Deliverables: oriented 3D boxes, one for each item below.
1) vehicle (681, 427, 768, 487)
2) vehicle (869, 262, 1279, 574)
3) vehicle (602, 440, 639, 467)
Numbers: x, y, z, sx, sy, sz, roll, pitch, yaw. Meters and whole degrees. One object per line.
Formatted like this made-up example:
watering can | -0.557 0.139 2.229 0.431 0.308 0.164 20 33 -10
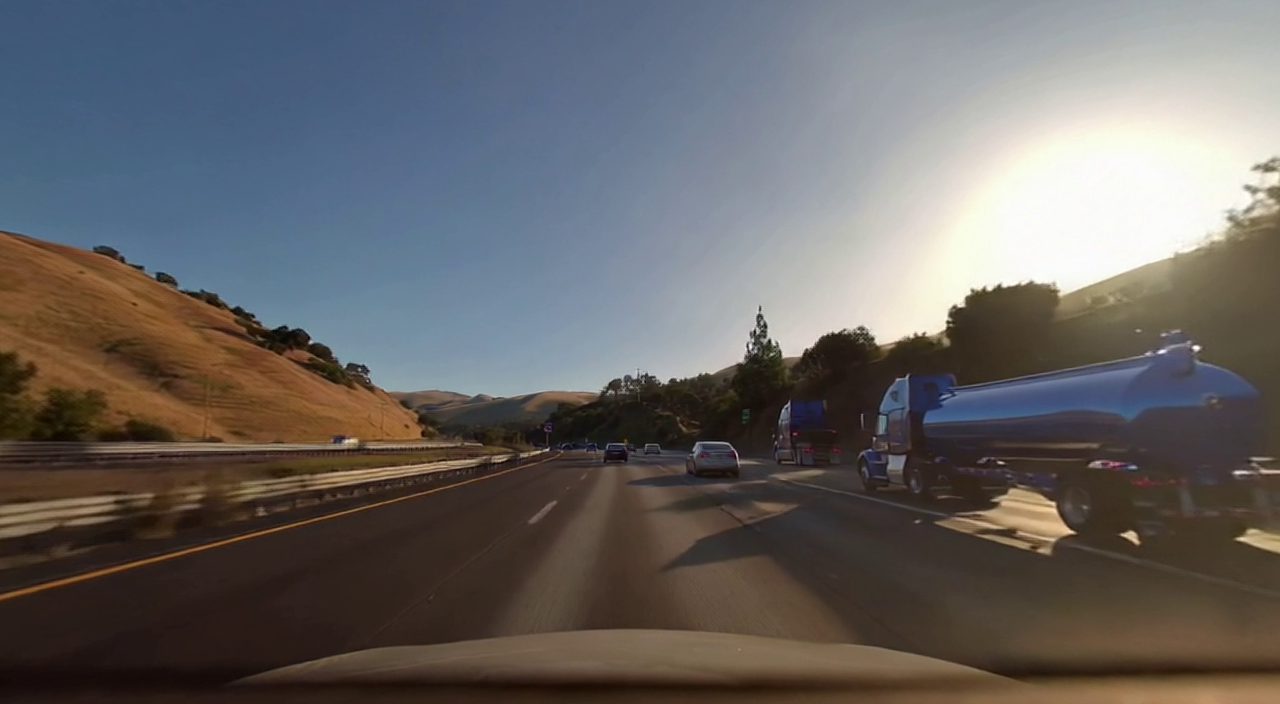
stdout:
vehicle | 2.723 3.509 21.465 2.098 1.794 4.561 1 -8 -3
vehicle | 7.499 1.360 11.479 2.805 3.212 9.978 0 -8 -1
vehicle | -1.193 6.028 37.652 2.083 1.477 3.965 1 -8 -3
